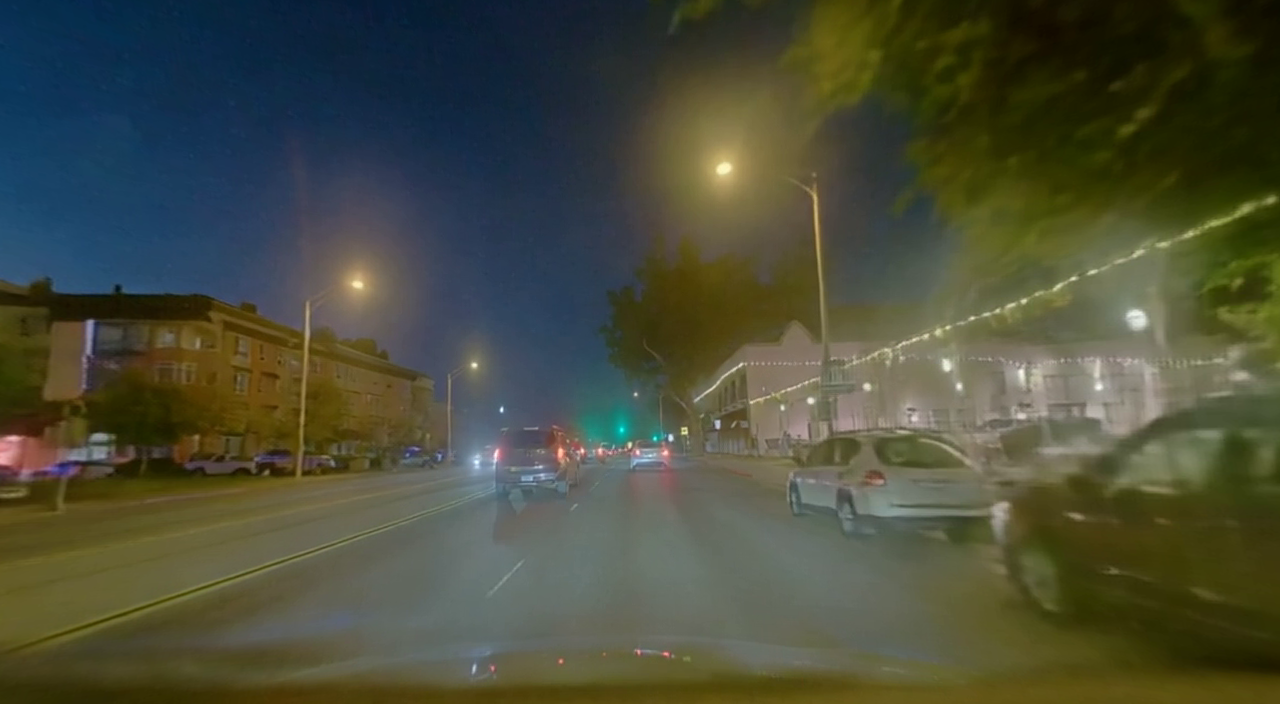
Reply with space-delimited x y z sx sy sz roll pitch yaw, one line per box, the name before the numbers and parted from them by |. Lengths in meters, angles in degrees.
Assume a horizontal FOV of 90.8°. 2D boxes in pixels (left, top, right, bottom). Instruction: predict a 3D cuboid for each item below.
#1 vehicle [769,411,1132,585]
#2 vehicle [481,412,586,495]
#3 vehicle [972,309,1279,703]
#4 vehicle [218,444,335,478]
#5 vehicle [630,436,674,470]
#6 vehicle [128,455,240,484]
vehicle | 3.513 1.770 8.705 2.049 1.631 5.292 0 -8 -4
vehicle | -2.946 2.993 18.851 2.213 2.123 5.124 0 -8 0
vehicle | 3.718 0.744 2.531 2.090 1.861 4.805 0 -8 -1
vehicle | -24.035 7.199 41.948 6.055 2.148 2.690 0 -8 -1
vehicle | 0.580 5.254 33.020 2.126 1.657 4.132 0 -8 0
vehicle | -26.479 6.796 36.779 4.926 1.571 1.941 0 -8 -1
